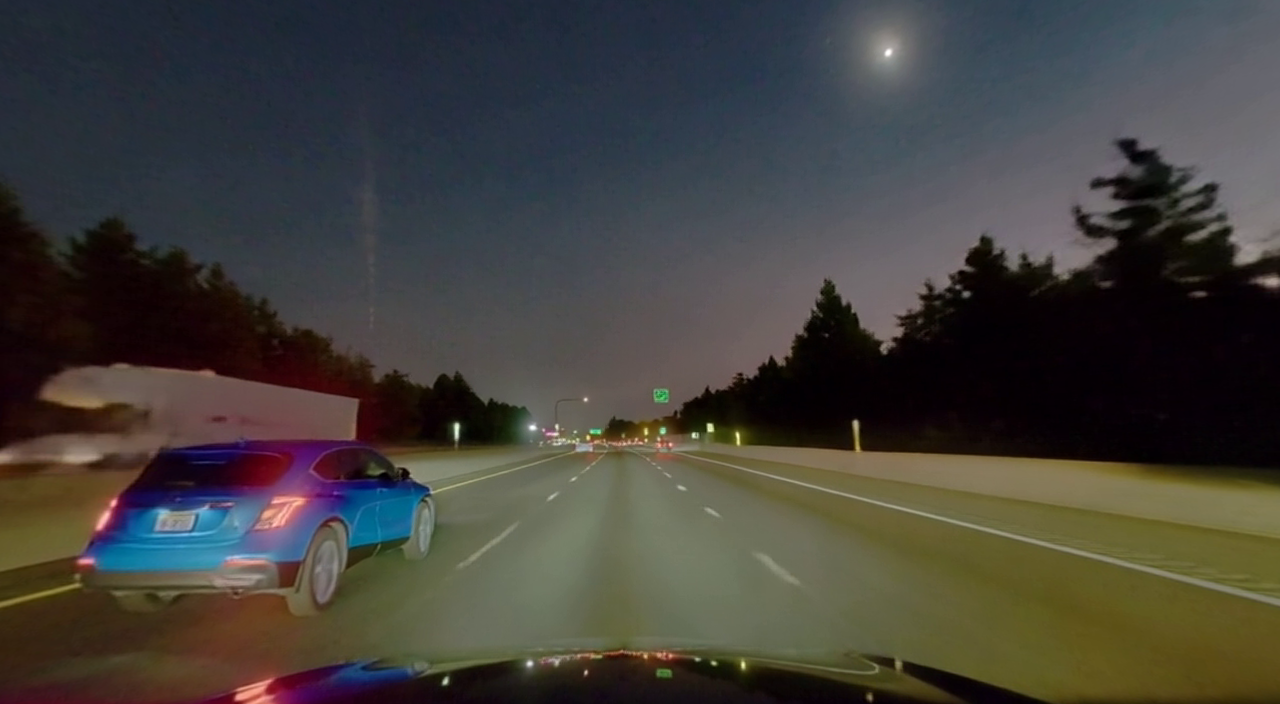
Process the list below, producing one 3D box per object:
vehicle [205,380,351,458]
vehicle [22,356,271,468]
[{"bbox_3d":[-20.801,4.140,37.193,2.966,3.974,9.687,0,-8,-1],"label":"vehicle"},{"bbox_3d":[-20.561,2.843,27.522,2.914,3.993,9.893,0,-8,-1],"label":"vehicle"}]
